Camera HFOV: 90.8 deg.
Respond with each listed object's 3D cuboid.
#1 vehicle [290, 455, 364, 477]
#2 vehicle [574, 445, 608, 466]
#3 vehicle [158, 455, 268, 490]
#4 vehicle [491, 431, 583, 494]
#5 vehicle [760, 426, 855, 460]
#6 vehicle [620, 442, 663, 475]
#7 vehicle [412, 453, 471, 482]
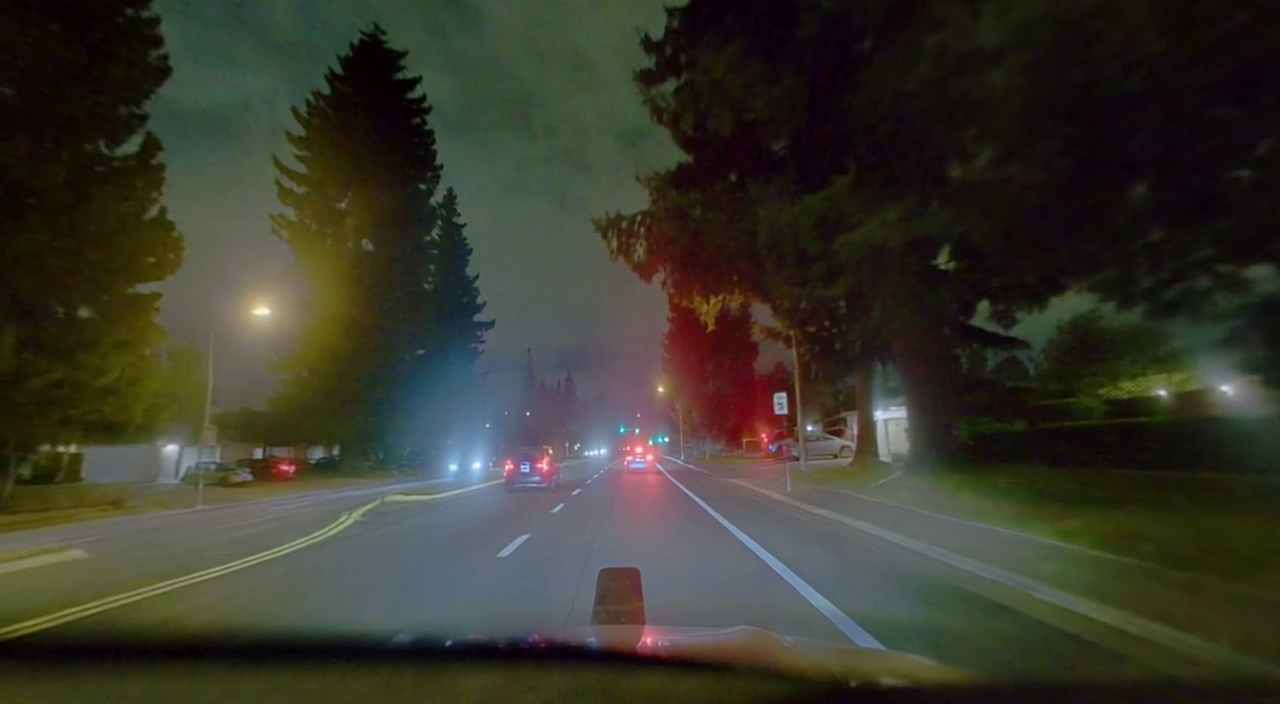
[{"bbox_3d":[-22.843,8.293,46.155,4.370,1.496,1.887,0,-9,-3],"label":"vehicle"},{"bbox_3d":[-3.714,7.977,49.021,2.268,1.522,4.350,0,-9,0],"label":"vehicle"},{"bbox_3d":[-22.175,6.239,32.929,4.203,1.693,2.072,0,-9,1],"label":"vehicle"},{"bbox_3d":[-3.163,3.507,20.335,2.157,1.771,4.452,0,-9,1],"label":"vehicle"},{"bbox_3d":[11.126,6.085,42.360,5.552,2.070,2.533,-1,-9,-3],"label":"vehicle"},{"bbox_3d":[0.047,5.332,31.853,2.062,1.518,3.901,0,-9,-1],"label":"vehicle"},{"bbox_3d":[-11.592,6.756,37.262,1.970,1.554,4.401,0,-9,1],"label":"vehicle"}]
